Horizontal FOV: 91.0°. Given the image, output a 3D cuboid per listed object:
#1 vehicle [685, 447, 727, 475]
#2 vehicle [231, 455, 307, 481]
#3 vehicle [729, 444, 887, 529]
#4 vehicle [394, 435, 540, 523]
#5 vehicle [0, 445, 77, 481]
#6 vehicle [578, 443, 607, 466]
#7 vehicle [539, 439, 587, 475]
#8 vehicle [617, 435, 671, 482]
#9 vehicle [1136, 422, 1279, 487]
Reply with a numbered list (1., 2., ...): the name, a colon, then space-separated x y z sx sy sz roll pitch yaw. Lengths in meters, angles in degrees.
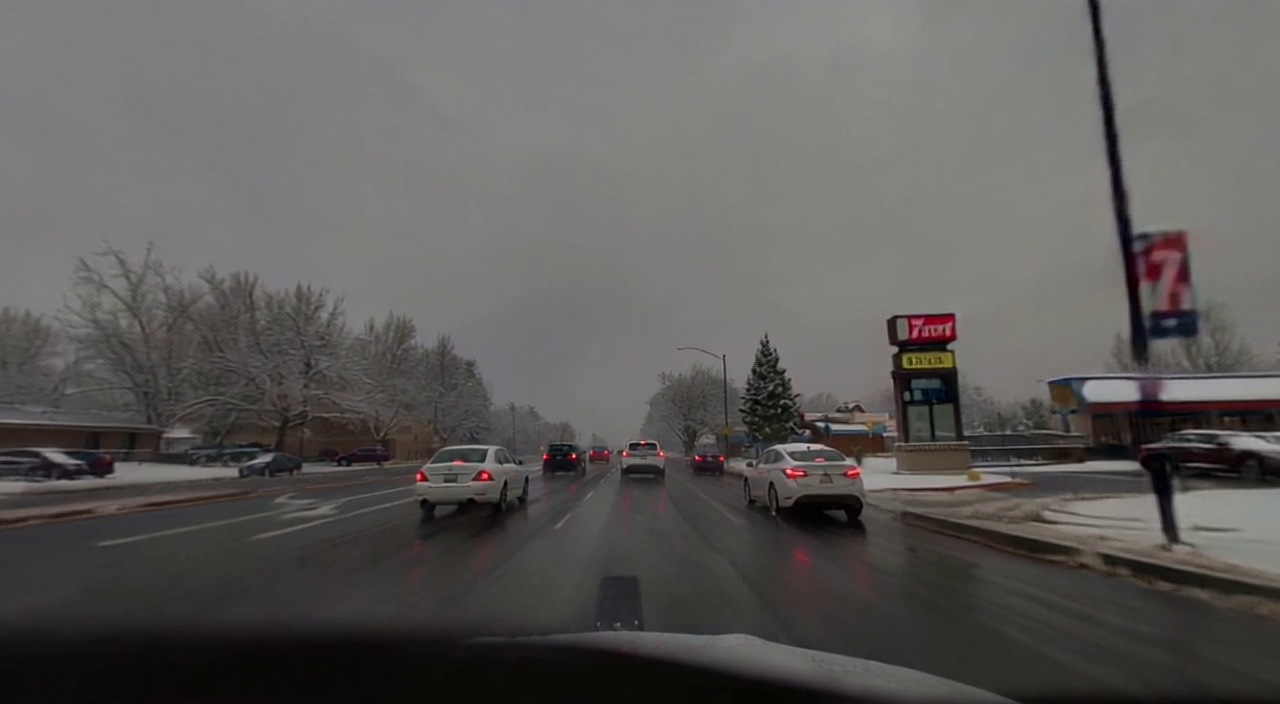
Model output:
1. vehicle: 3.672 6.147 35.837 1.880 1.476 3.932 0 -8 -1
2. vehicle: -22.508 7.040 38.453 1.827 1.441 4.660 0 -8 0
3. vehicle: 3.288 2.710 13.430 1.977 1.480 4.589 0 -8 -2
4. vehicle: -3.312 2.498 12.991 1.864 1.505 4.202 0 -8 -1
5. vehicle: -30.077 5.304 30.200 4.123 1.648 2.053 0 -8 1
6. vehicle: -3.617 7.869 48.379 1.871 1.673 3.920 0 -8 1
7. vehicle: -3.845 5.350 32.213 1.932 1.695 4.235 0 -8 0
8. vehicle: 0.119 4.587 27.442 2.164 1.867 4.254 0 -8 -1
9. vehicle: 18.571 3.237 20.177 1.905 1.833 4.347 0 -8 3
